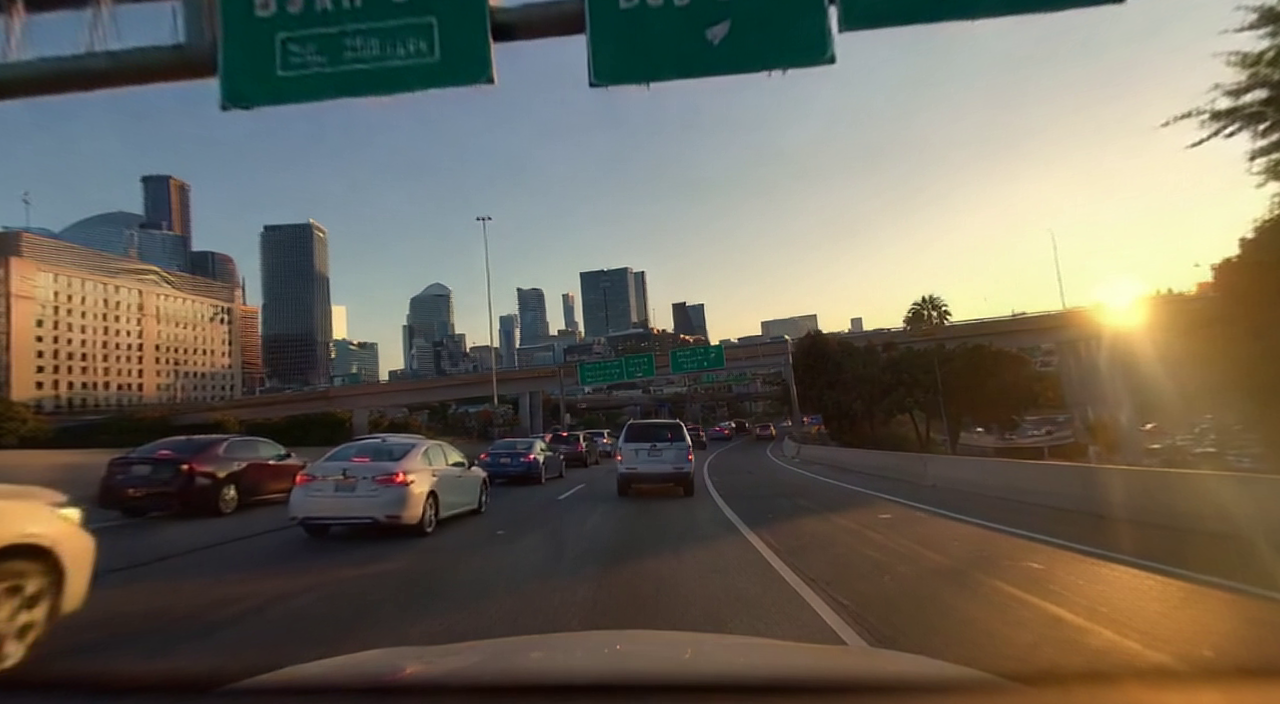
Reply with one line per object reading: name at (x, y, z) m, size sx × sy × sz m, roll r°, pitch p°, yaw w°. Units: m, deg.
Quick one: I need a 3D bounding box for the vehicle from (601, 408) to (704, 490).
vehicle at (0.441, 2.916, 19.046) m, size 2.616 × 2.063 × 5.933 m, roll 0°, pitch -9°, yaw 3°

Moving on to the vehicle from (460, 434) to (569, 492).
vehicle at (-3.519, 3.206, 18.579) m, size 2.087 × 1.481 × 4.225 m, roll -1°, pitch -9°, yaw 4°

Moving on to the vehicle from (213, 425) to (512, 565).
vehicle at (-3.508, 1.918, 9.358) m, size 1.998 × 1.494 × 5.020 m, roll 0°, pitch -8°, yaw 2°

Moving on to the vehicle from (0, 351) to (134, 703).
vehicle at (-4.270, 0.741, 1.984) m, size 1.850 × 1.862 × 4.150 m, roll 0°, pitch -8°, yaw 0°
